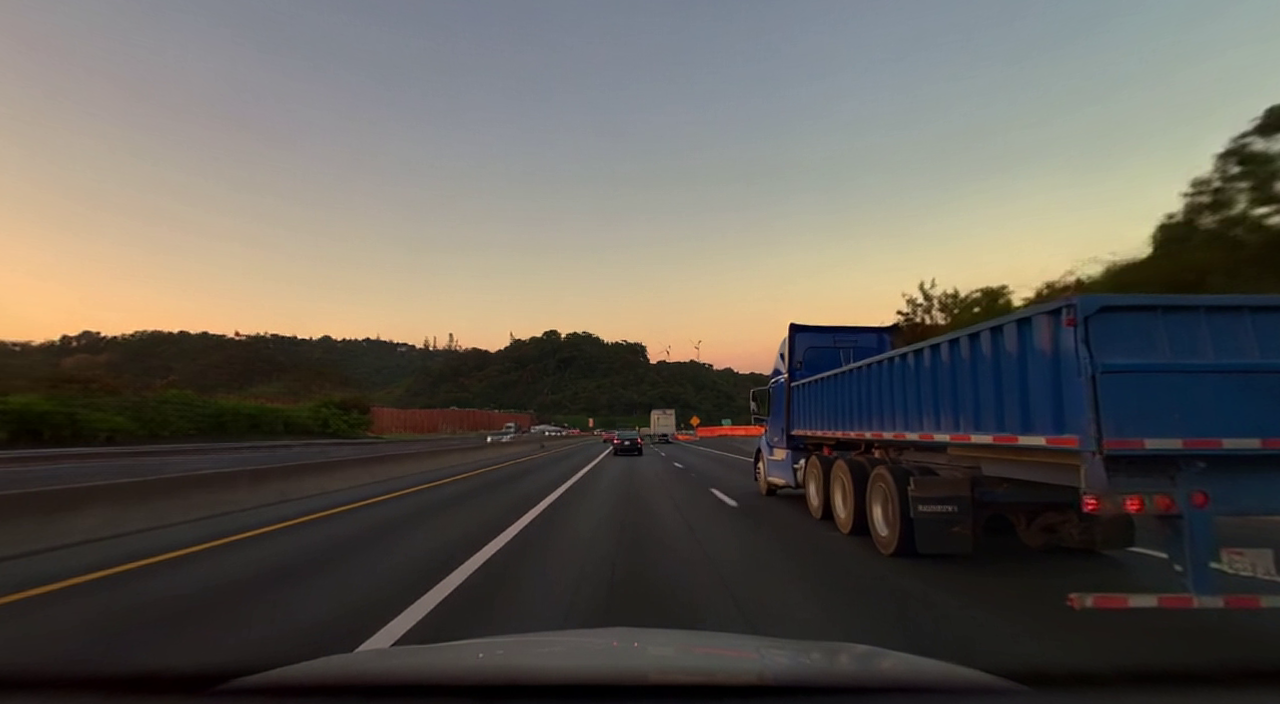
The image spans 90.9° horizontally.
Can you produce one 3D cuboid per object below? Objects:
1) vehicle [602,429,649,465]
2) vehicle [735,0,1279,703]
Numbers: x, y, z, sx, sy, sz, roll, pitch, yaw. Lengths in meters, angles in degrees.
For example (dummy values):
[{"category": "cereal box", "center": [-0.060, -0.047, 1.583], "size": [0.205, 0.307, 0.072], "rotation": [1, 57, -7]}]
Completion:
[{"category": "vehicle", "center": [-0.647, 4.172, 27.989], "size": [1.929, 1.469, 3.677], "rotation": [0, -8, -1]}, {"category": "vehicle", "center": [3.676, 0.478, 7.932], "size": [2.919, 3.634, 10.888], "rotation": [0, -8, -2]}]
